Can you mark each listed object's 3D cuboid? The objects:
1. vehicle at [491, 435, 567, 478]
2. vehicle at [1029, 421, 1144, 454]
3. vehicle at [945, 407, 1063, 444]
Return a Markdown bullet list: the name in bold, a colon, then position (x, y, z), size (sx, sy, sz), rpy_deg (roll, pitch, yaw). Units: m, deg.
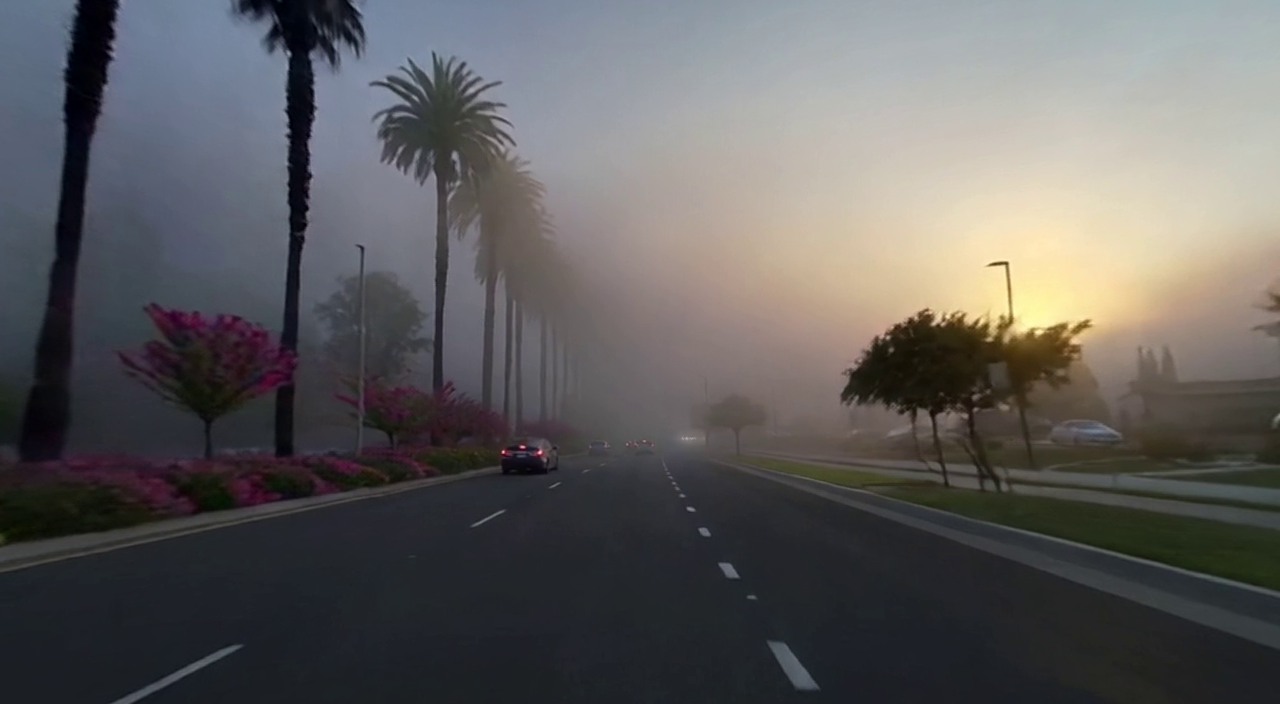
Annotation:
- **vehicle**: position (-4.136, 3.966, 24.184), size (2.036, 1.478, 4.508), rpy_deg (0, -8, 1)
- **vehicle**: position (21.562, 4.124, 30.459), size (4.168, 1.489, 1.768), rpy_deg (0, -6, 2)
- **vehicle**: position (21.211, 4.339, 36.749), size (5.458, 2.044, 2.299), rpy_deg (0, -8, -2)
